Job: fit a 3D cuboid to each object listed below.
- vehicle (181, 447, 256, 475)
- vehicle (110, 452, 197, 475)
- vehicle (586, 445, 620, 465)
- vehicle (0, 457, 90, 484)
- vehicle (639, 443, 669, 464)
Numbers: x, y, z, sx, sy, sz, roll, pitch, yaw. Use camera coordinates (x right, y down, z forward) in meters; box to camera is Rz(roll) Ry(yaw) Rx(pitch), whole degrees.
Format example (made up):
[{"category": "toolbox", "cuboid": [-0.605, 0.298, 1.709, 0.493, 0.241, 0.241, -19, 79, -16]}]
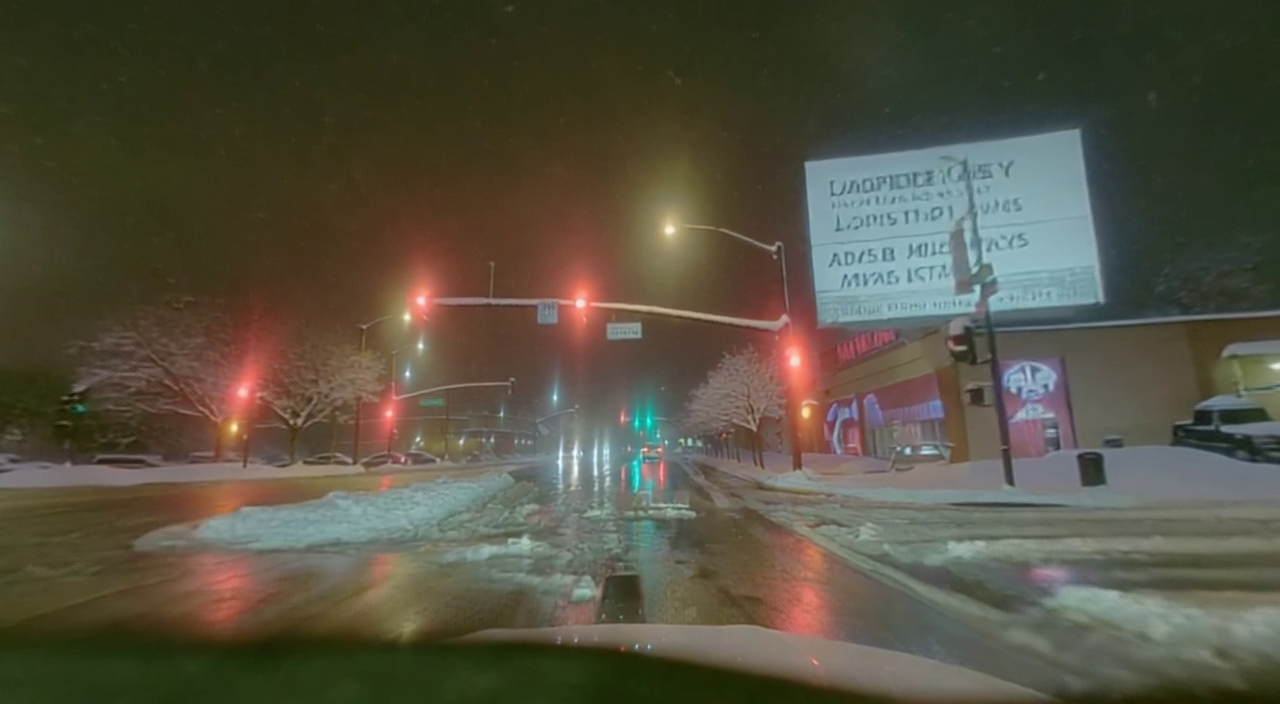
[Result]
[{"category": "vehicle", "cuboid": [-28.269, 7.263, 42.455, 1.643, 1.755, 3.666, -5, -10, 34]}, {"category": "vehicle", "cuboid": [-34.509, 7.902, 44.958, 1.802, 1.549, 4.439, -5, -10, 27]}, {"category": "vehicle", "cuboid": [-2.634, 7.514, 46.197, 1.962, 1.420, 4.021, -1, -9, 4]}, {"category": "vehicle", "cuboid": [-35.422, 6.867, 36.890, 1.826, 1.432, 4.530, -5, -10, 29]}, {"category": "vehicle", "cuboid": [1.053, 7.722, 48.105, 2.168, 1.545, 4.047, 0, -9, 1]}]
